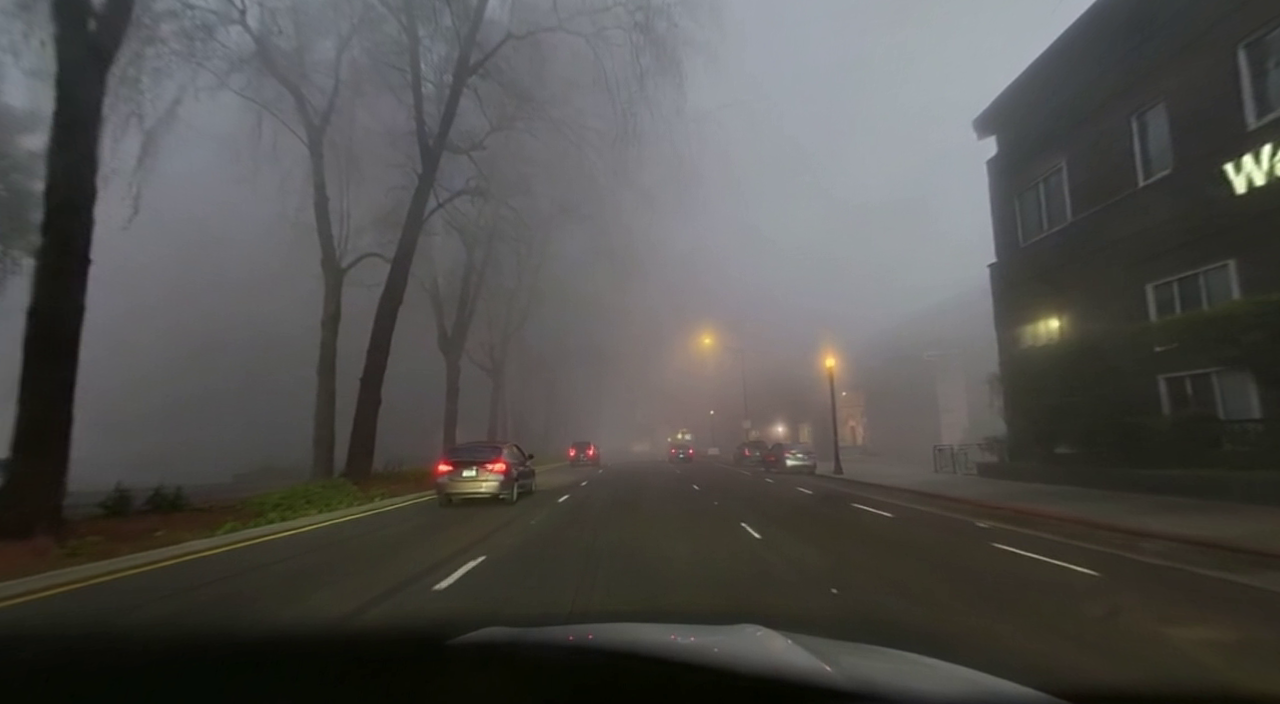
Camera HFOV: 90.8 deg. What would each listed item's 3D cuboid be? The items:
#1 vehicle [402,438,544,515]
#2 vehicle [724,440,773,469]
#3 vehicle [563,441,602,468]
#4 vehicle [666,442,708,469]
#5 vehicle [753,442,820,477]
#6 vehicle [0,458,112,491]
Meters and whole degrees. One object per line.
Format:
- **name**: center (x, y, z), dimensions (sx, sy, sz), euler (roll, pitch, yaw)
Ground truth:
- **vehicle**: center (-3.605, 2.771, 14.613), dimensions (2.060, 1.466, 4.387), euler (0, -9, 0)
- **vehicle**: center (6.439, 6.162, 38.101), dimensions (1.983, 1.618, 4.108), euler (0, -9, -4)
- **vehicle**: center (-3.816, 6.916, 42.652), dimensions (2.145, 1.694, 4.642), euler (0, -8, 1)
- **vehicle**: center (2.665, 5.968, 36.585), dimensions (1.961, 1.482, 4.538), euler (0, -9, -2)
- **vehicle**: center (6.649, 4.911, 29.199), dimensions (1.896, 1.479, 4.416), euler (0, -9, -2)
- **vehicle**: center (-29.360, 6.051, 31.329), dimensions (4.604, 1.498, 1.899), euler (0, -9, 1)
